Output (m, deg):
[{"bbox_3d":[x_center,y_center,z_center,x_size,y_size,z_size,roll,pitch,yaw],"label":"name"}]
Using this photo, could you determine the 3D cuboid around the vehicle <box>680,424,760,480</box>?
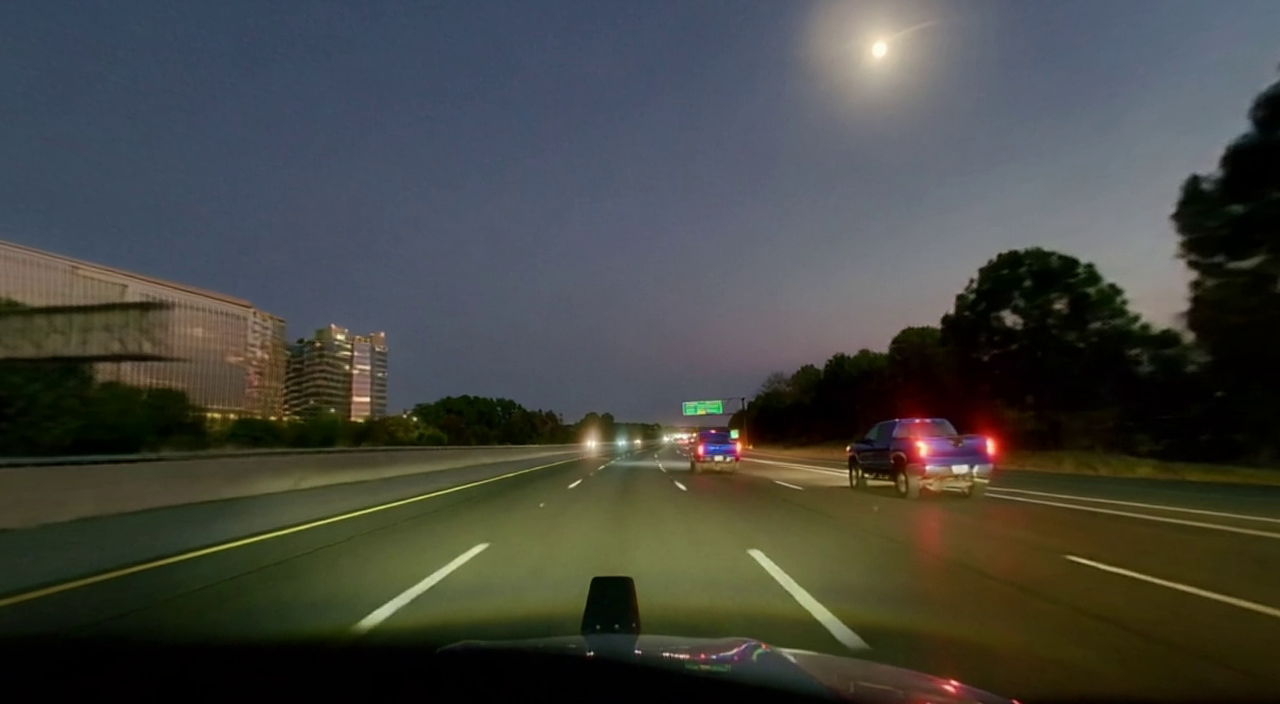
[{"bbox_3d":[3.070,4.011,25.480,2.462,1.984,4.718,0,-9,-2],"label":"vehicle"}]

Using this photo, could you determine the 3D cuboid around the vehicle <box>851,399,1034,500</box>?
[{"bbox_3d":[7.766,2.606,17.071,2.158,2.268,5.396,0,-9,-1],"label":"vehicle"}]
